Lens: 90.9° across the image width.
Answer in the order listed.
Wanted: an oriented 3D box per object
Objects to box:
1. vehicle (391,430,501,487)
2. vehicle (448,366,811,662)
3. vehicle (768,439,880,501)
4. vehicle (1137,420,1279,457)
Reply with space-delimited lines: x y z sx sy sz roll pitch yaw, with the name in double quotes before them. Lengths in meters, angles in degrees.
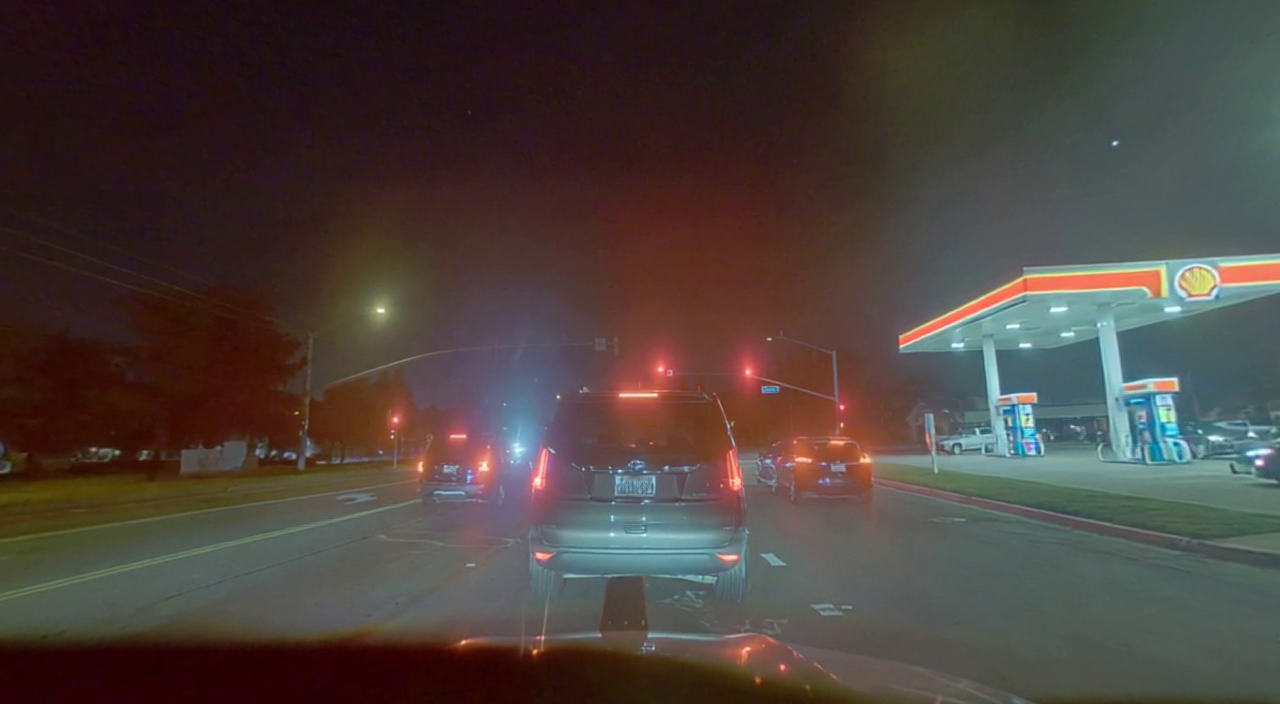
"vehicle" -6.635 3.707 22.175 2.065 1.753 4.525 -1 -9 5
"vehicle" 0.011 1.320 6.134 2.236 1.819 4.291 0 -9 2
"vehicle" 4.937 3.217 17.643 2.041 1.490 4.471 -1 -9 4
"vehicle" 25.944 3.967 28.775 4.551 1.616 1.973 -2 -9 11
